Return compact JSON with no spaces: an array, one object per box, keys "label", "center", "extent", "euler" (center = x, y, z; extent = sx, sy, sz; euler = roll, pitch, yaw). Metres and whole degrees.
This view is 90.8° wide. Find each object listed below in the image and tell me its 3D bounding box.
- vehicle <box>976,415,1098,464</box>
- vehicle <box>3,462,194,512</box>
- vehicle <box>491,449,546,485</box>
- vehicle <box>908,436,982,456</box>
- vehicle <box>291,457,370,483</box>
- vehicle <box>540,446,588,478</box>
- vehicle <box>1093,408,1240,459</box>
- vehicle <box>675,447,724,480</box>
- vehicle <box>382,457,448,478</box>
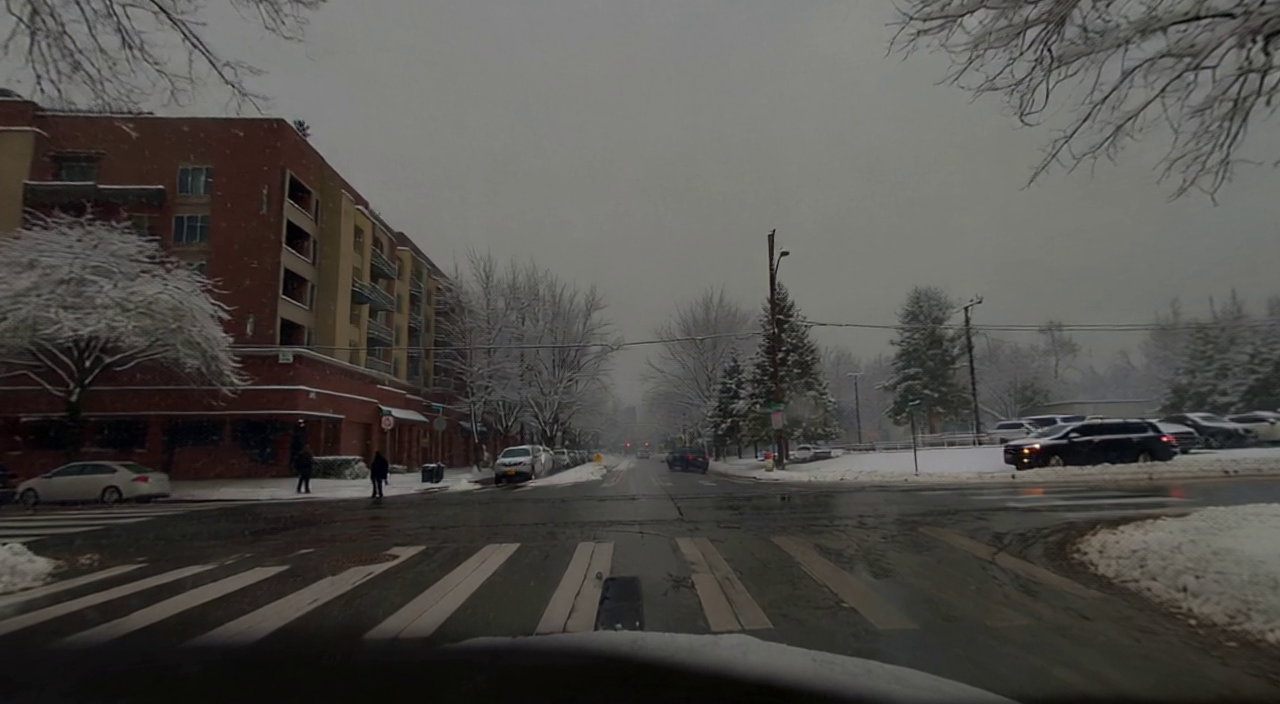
[{"label":"vehicle","center":[16.743,3.788,26.992],"extent":[2.041,1.921,4.574],"euler":[0,-9,-2]},{"label":"vehicle","center":[-17.315,4.316,20.368],"extent":[4.439,1.448,1.793],"euler":[0,-9,0]},{"label":"vehicle","center":[-7.616,7.249,40.247],"extent":[2.193,1.814,5.061],"euler":[-9,-8,0]},{"label":"vehicle","center":[23.014,7.084,47.767],"extent":[4.528,1.475,2.070],"euler":[0,-8,3]},{"label":"vehicle","center":[-23.225,8.882,47.471],"extent":[4.844,1.836,2.117],"euler":[-1,-8,4]},{"label":"vehicle","center":[-4.460,6.536,37.649],"extent":[2.102,1.768,4.290],"euler":[-1,-10,3]},{"label":"vehicle","center":[22.304,3.529,27.140],"extent":[2.137,1.962,4.988],"euler":[-1,-8,3]},{"label":"vehicle","center":[3.298,5.986,34.227],"extent":[1.942,1.603,3.785],"euler":[0,-8,16]},{"label":"vehicle","center":[-16.793,8.645,47.357],"extent":[4.203,1.544,1.889],"euler":[-1,-8,2]}]
